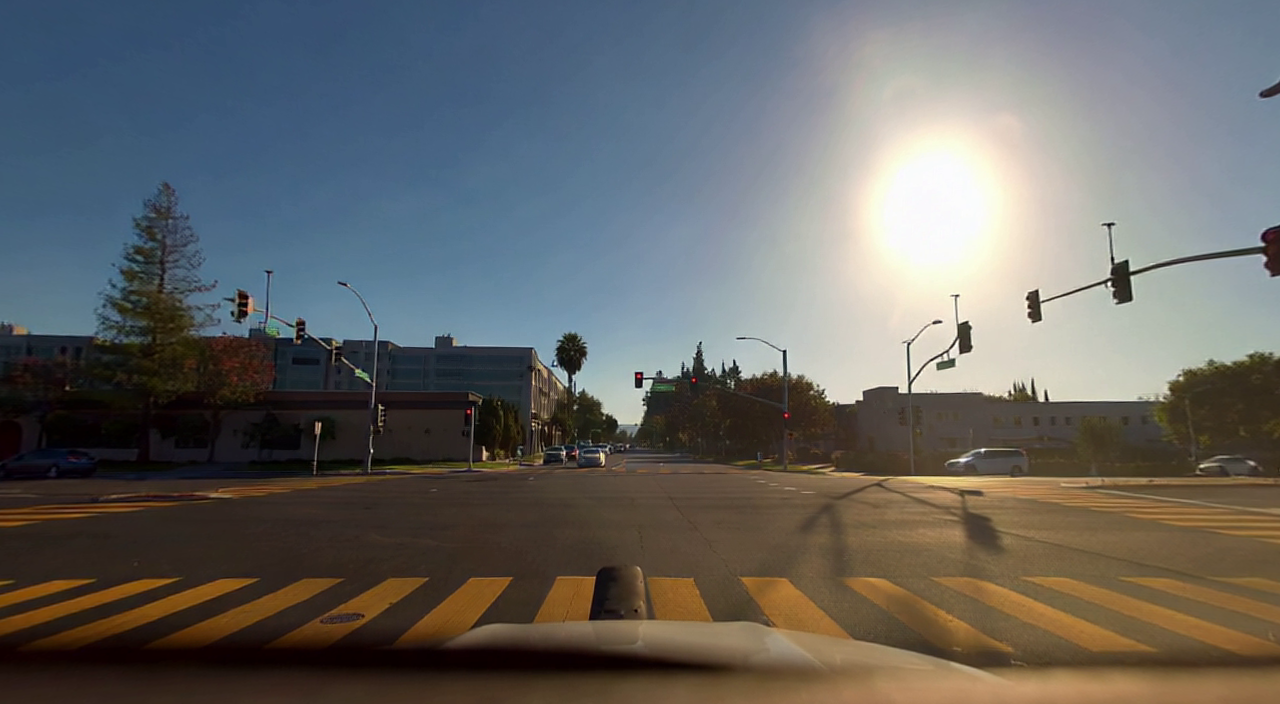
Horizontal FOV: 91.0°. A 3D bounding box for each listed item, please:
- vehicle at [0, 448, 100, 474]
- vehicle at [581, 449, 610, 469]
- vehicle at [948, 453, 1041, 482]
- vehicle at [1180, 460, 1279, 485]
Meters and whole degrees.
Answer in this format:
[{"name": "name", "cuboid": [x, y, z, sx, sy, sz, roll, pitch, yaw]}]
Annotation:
[{"name": "vehicle", "cuboid": [-35.141, 6.414, 37.186, 4.741, 1.447, 1.807, 0, -9, 0]}, {"name": "vehicle", "cuboid": [-3.448, 8.357, 49.222, 1.908, 1.441, 4.142, 0, -8, 1]}, {"name": "vehicle", "cuboid": [21.100, 6.878, 37.587, 4.447, 1.623, 1.801, 0, -9, -3]}, {"name": "vehicle", "cuboid": [36.223, 7.307, 38.297, 4.976, 1.428, 1.929, 0, -9, -2]}]
